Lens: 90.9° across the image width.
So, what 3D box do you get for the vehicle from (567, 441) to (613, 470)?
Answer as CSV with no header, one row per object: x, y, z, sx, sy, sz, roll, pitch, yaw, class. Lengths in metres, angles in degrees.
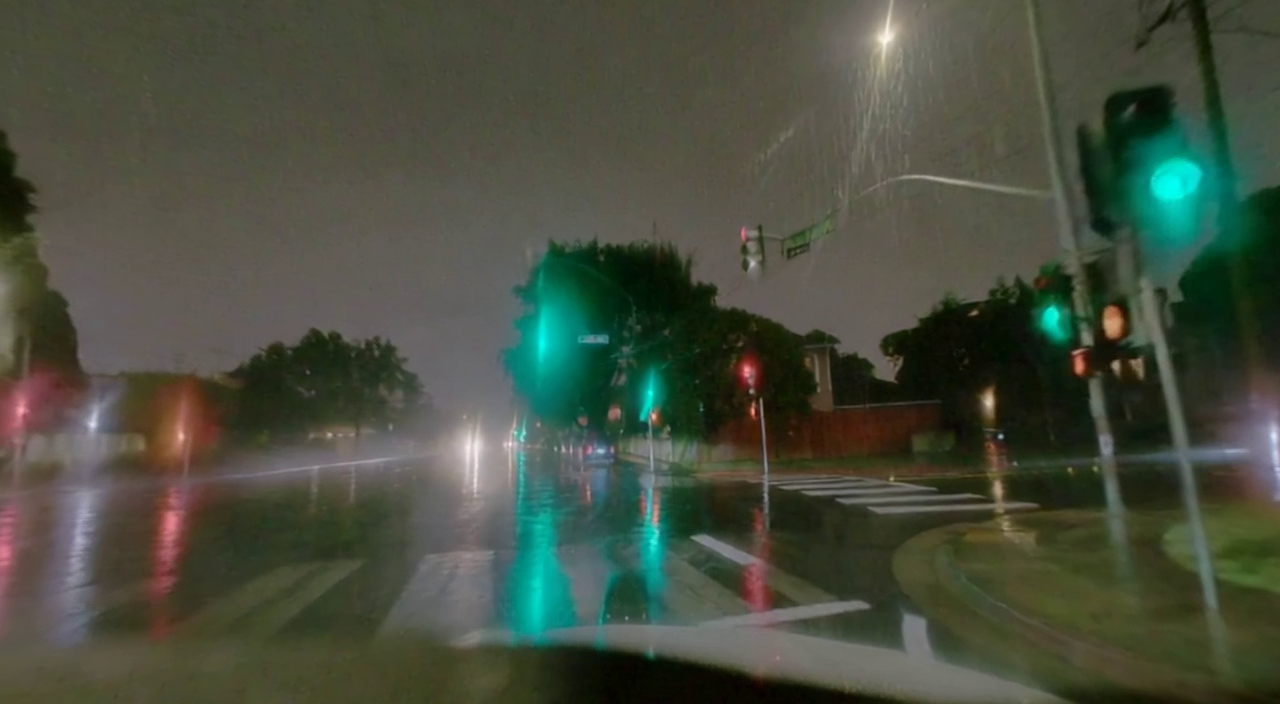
-2.875,5.777,35.267,2.149,1.507,4.160,1,-9,-10,vehicle

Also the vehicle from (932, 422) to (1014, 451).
20.409,5.279,38.865,2.028,1.595,4.554,1,-10,-9,vehicle
